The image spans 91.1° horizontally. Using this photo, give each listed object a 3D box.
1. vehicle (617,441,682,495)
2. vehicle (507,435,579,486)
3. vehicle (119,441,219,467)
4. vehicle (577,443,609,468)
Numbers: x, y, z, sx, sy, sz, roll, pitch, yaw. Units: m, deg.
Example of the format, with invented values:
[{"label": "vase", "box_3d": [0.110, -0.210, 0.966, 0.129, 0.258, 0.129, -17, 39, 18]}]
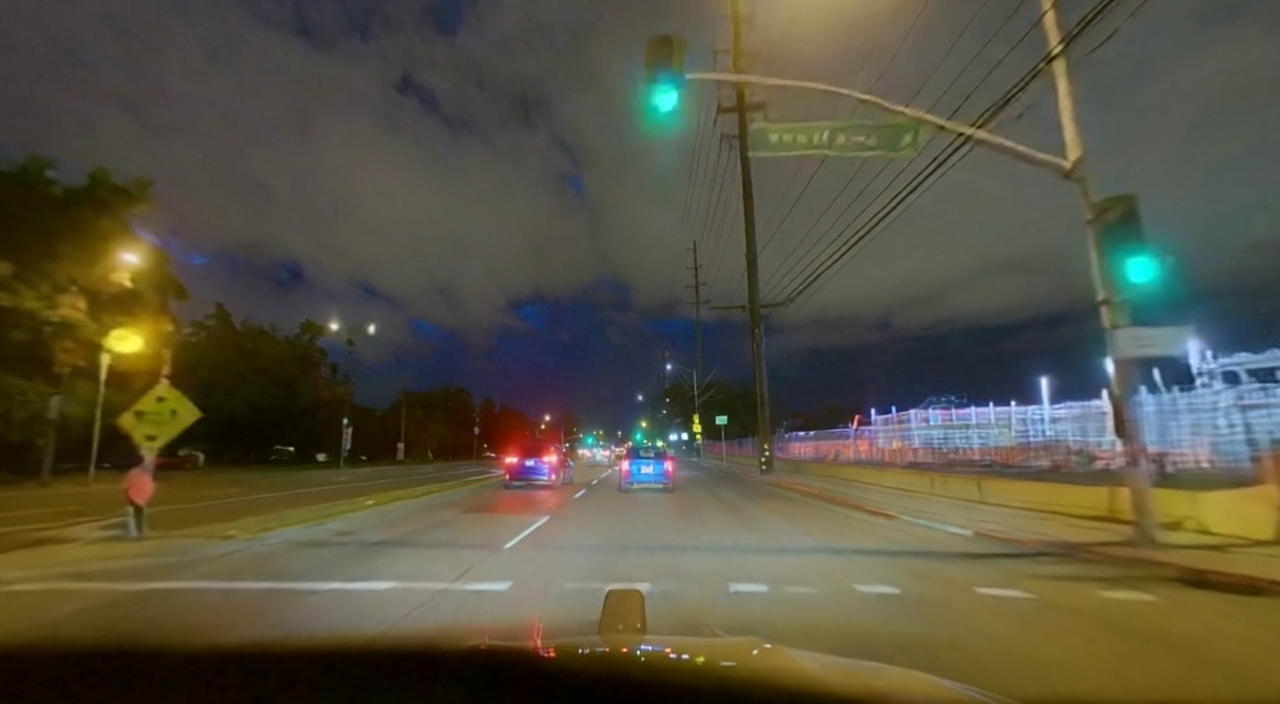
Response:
[{"label": "vehicle", "box_3d": [0.300, 4.001, 22.017, 2.059, 1.691, 3.980, 0, -8, 0]}, {"label": "vehicle", "box_3d": [-3.730, 4.246, 24.951, 2.078, 1.804, 4.387, 0, -8, 1]}, {"label": "vehicle", "box_3d": [-31.766, 6.902, 42.423, 5.155, 1.679, 1.934, 0, -8, 0]}, {"label": "vehicle", "box_3d": [-3.392, 7.571, 46.210, 1.910, 1.713, 4.786, 0, -8, 1]}]
